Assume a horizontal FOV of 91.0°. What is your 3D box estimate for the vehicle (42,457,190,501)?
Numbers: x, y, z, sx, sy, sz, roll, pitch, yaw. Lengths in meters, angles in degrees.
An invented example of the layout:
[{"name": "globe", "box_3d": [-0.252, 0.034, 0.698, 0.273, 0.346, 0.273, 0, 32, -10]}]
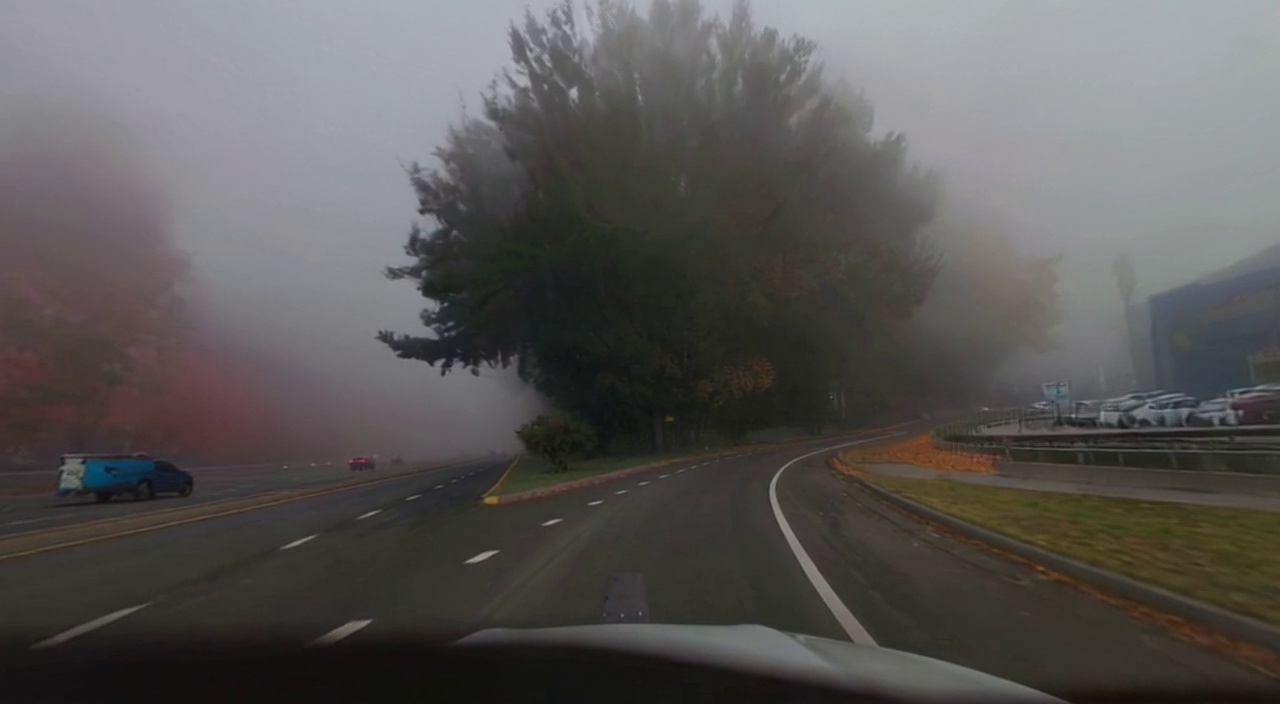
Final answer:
[{"name": "vehicle", "box_3d": [-31.261, 7.562, 38.149, 2.819, 2.204, 8.236, 2, -9, -8]}]
